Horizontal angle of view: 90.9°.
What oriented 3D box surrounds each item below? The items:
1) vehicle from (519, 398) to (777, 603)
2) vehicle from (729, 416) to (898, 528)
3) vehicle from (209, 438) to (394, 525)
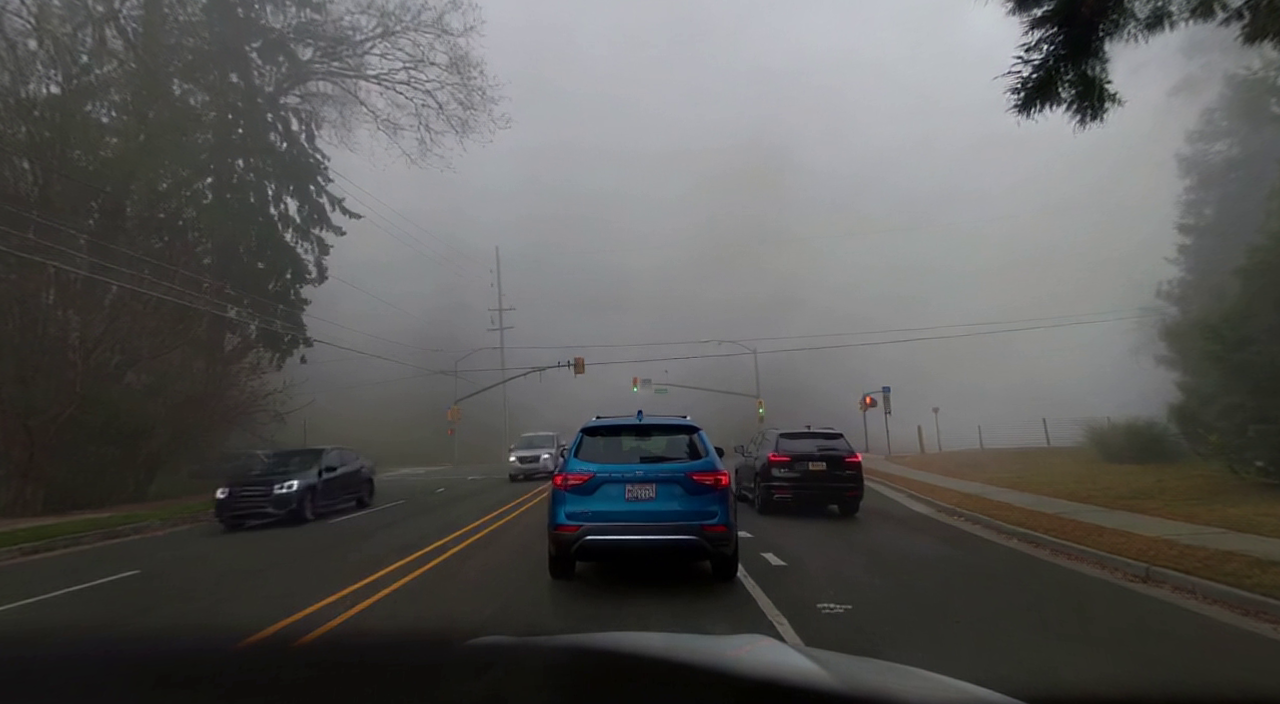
[{"bbox_3d":[0.054,1.541,7.393,2.151,1.695,4.100,0,-8,0],"label":"vehicle"},{"bbox_3d":[3.069,2.220,12.205,1.967,1.756,4.281,0,-8,-1],"label":"vehicle"},{"bbox_3d":[-7.400,2.825,14.327,1.985,1.672,3.960,0,-8,0],"label":"vehicle"}]
